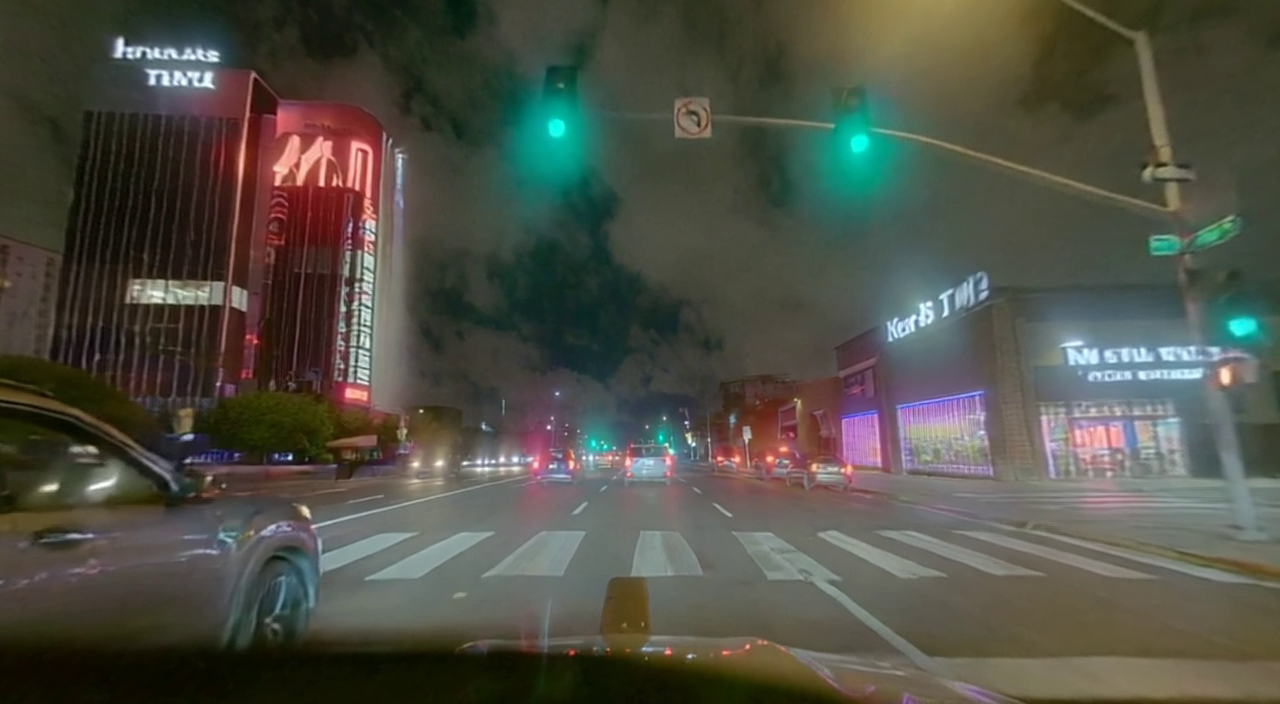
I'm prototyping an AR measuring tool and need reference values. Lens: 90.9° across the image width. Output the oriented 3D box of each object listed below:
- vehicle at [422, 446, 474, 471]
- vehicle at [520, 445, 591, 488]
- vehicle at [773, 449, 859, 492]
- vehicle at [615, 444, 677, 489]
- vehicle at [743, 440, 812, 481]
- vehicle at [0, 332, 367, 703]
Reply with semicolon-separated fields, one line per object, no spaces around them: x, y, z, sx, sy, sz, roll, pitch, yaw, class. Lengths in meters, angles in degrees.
-13.565;7.543;44.818;2.064;1.643;4.593;0;-9;2;vehicle
-3.071;4.271;23.878;1.950;1.450;4.257;0;-9;2;vehicle
6.529;4.410;23.909;1.944;1.462;4.406;0;-9;0;vehicle
0.223;4.095;22.949;2.037;1.484;4.073;0;-9;1;vehicle
6.609;5.280;30.940;2.159;1.817;5.056;0;-9;-1;vehicle
-2.933;0.800;2.041;2.049;1.646;4.445;0;-9;1;vehicle
